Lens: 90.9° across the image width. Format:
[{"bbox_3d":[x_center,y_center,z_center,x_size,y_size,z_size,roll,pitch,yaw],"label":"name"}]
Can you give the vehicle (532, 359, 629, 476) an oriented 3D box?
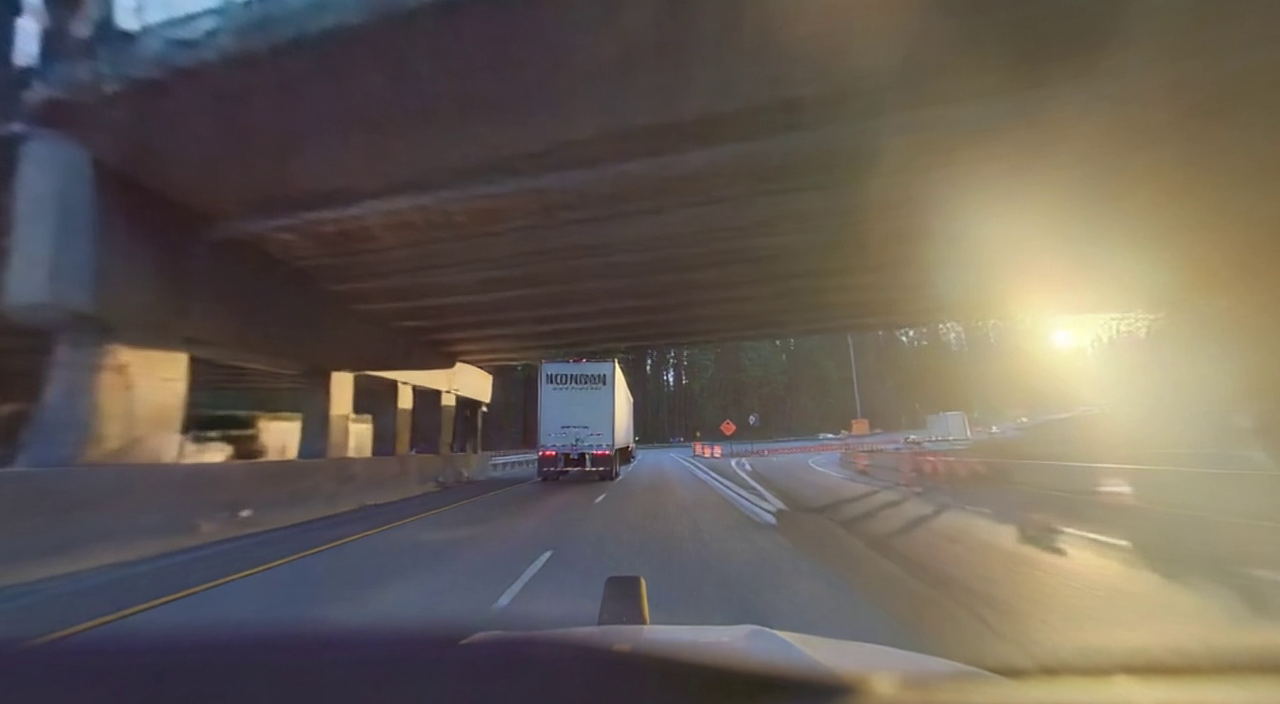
[{"bbox_3d":[-2.275,3.694,30.469,2.873,4.060,16.327,-2,-10,1],"label":"vehicle"}]
